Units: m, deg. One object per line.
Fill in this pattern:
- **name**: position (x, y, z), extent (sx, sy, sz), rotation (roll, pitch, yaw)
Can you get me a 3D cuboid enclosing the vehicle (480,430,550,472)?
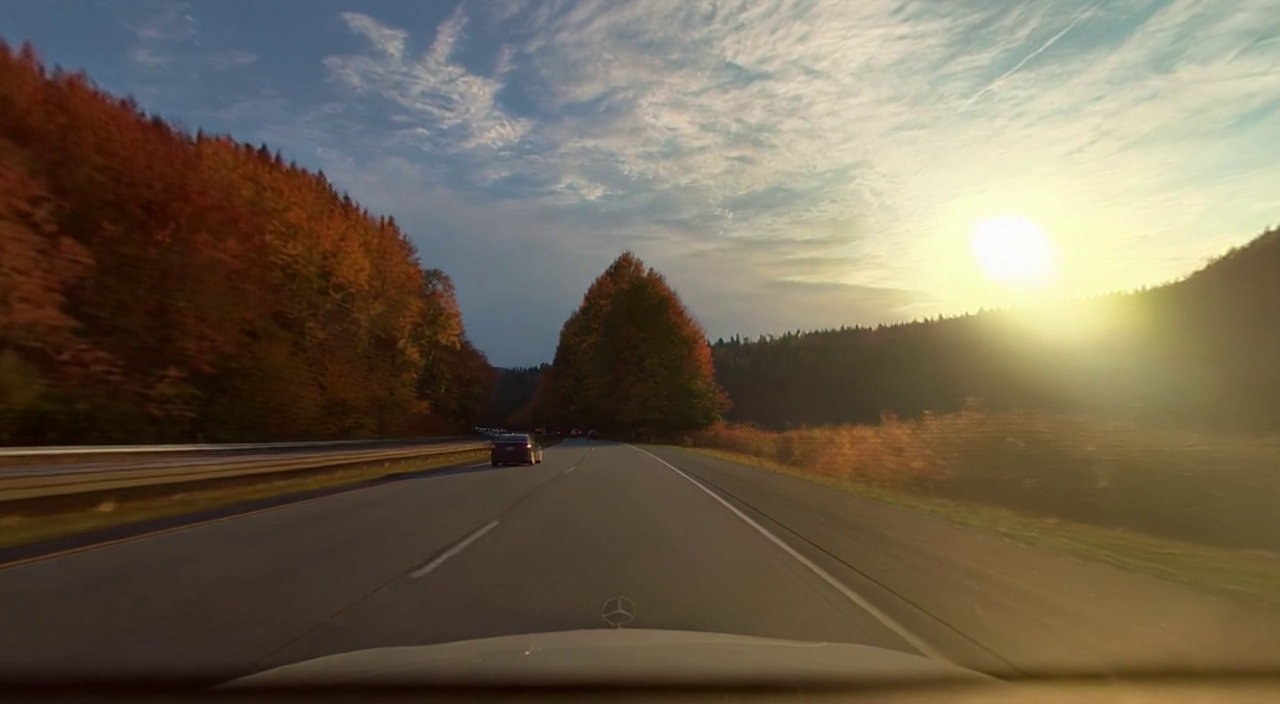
- **vehicle**: position (-5.002, 4.015, 25.749), extent (2.073, 1.559, 4.393), rotation (0, -8, -2)
